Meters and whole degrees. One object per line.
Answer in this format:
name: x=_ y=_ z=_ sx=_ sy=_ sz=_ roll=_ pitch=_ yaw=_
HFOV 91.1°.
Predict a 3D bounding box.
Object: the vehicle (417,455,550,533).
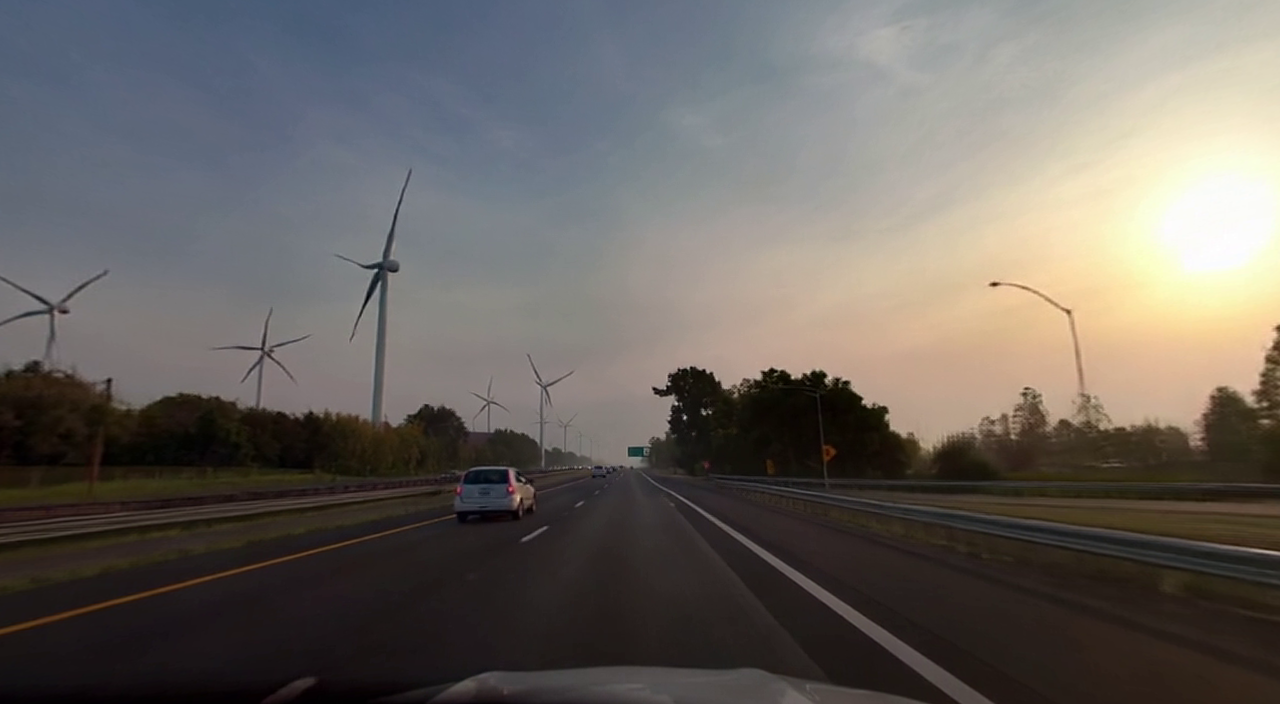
vehicle: x=-3.418 y=3.223 z=14.630 sx=2.001 sy=1.486 sz=4.104 roll=1 pitch=-11 yaw=0
